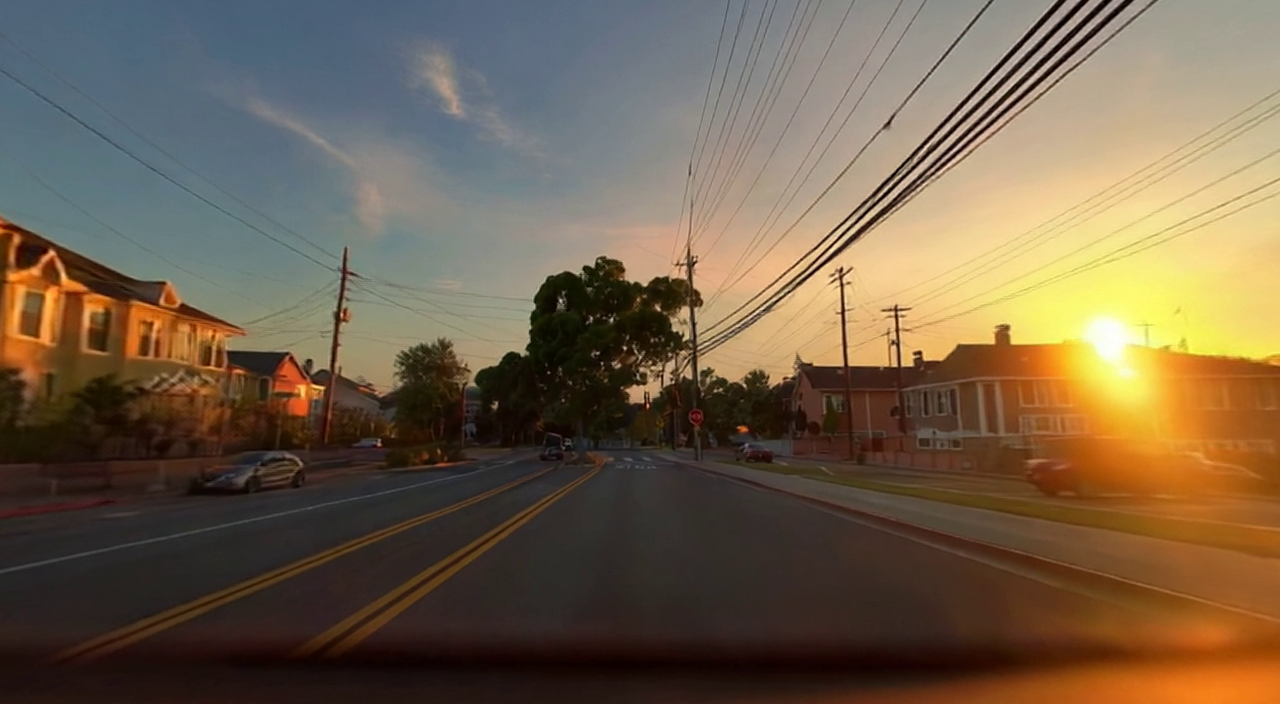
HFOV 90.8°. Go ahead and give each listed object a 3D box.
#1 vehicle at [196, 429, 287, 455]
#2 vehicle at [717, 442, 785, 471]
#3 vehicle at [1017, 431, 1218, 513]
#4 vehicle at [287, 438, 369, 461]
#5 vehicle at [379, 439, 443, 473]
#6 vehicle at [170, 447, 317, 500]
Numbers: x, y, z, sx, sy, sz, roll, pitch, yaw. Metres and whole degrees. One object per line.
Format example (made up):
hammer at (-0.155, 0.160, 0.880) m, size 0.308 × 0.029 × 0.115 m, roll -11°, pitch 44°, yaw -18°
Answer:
vehicle at (-27.501, 6.238, 43.717) m, size 4.842 × 1.690 × 1.938 m, roll 1°, pitch -8°, yaw -9°
vehicle at (6.089, 5.776, 35.235) m, size 2.081 × 1.496 × 4.490 m, roll 2°, pitch -9°, yaw -13°
vehicle at (10.989, 2.715, 14.872) m, size 1.600 × 1.488 × 3.563 m, roll 2°, pitch -5°, yaw -12°
vehicle at (-21.880, 6.846, 44.430) m, size 4.647 × 1.515 × 2.009 m, roll 1°, pitch -8°, yaw -6°
vehicle at (-13.220, 6.014, 36.834) m, size 1.940 × 1.789 × 5.086 m, roll 0°, pitch -8°, yaw -2°
vehicle at (-12.450, 3.801, 20.316) m, size 1.957 × 1.459 × 4.913 m, roll 1°, pitch -8°, yaw -6°
